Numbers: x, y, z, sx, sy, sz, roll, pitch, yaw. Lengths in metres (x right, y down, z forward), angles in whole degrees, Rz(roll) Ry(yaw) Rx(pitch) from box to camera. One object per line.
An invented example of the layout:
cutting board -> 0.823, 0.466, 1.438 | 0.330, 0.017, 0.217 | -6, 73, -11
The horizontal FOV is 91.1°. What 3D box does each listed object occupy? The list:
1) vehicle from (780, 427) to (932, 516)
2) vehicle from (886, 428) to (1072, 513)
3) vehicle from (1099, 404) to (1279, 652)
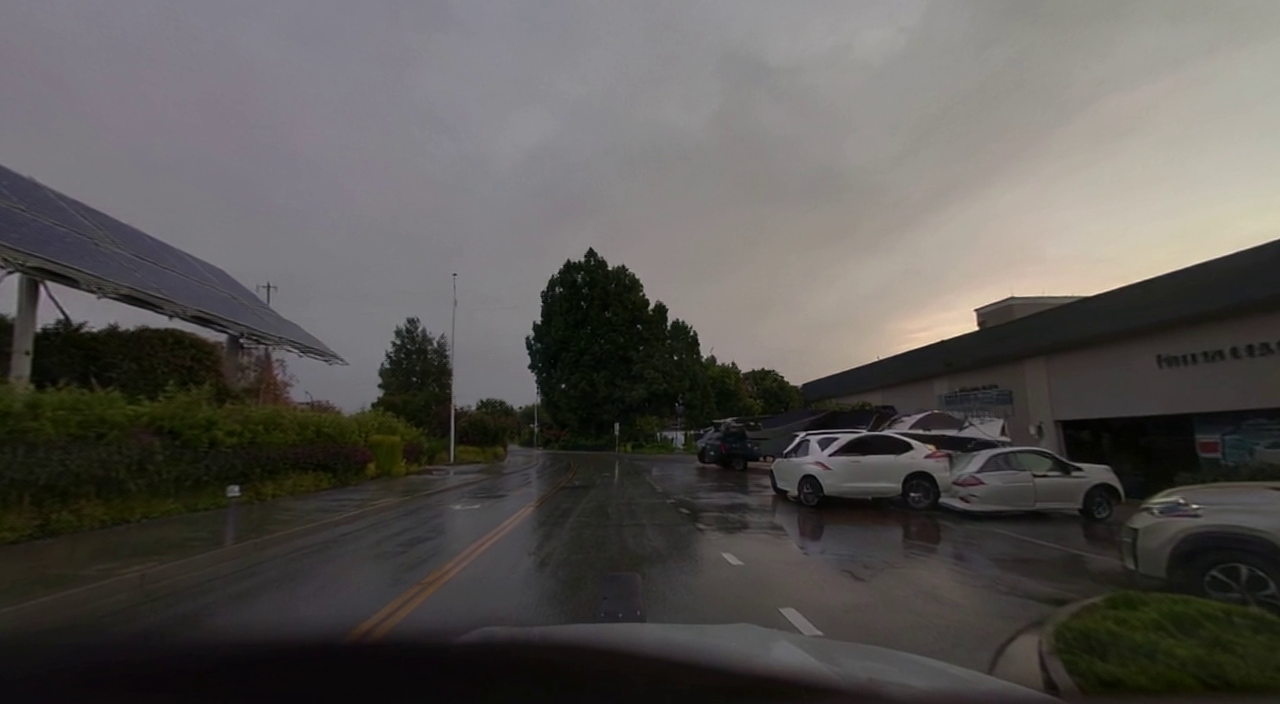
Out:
vehicle -> 5.112, 2.884, 15.606 | 1.977, 1.860, 4.237 | 0, -9, -4
vehicle -> 7.913, 2.810, 15.312 | 1.924, 1.713, 4.627 | 0, -9, 0
vehicle -> 6.531, 1.317, 4.552 | 2.113, 1.945, 4.546 | 4, -10, -26
